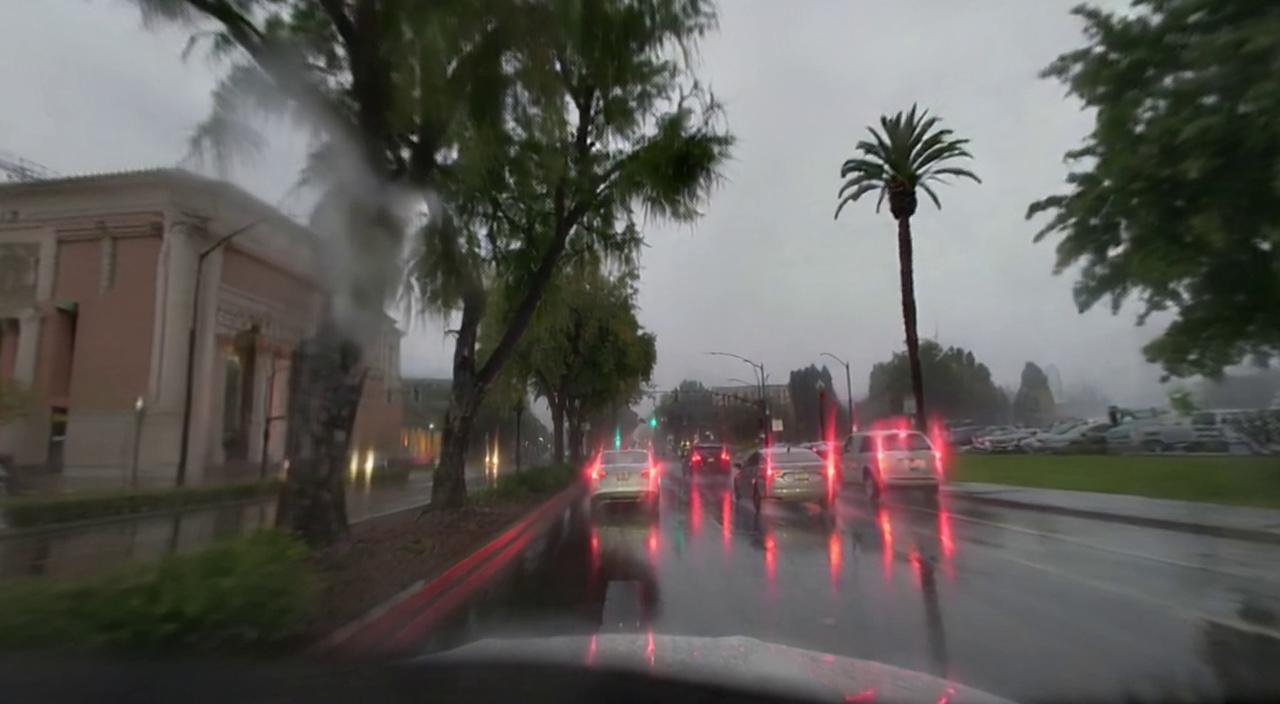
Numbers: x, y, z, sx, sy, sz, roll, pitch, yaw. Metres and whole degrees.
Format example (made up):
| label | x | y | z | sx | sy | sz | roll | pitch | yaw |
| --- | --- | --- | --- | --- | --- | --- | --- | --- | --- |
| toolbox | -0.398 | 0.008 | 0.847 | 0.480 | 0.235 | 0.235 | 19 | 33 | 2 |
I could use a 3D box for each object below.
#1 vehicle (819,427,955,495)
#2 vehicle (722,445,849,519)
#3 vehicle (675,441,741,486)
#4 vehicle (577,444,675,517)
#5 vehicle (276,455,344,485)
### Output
| label | x | y | z | sx | sy | sz | roll | pitch | yaw |
| --- | --- | --- | --- | --- | --- | --- | --- | --- | --- |
| vehicle | 7.916 | 3.525 | 20.966 | 2.200 | 1.933 | 5.123 | 0 | -8 | -3 |
| vehicle | 3.201 | 2.926 | 14.829 | 1.833 | 1.465 | 4.258 | 0 | -8 | -2 |
| vehicle | 3.094 | 5.295 | 30.704 | 2.127 | 1.854 | 7.971 | 0 | -8 | -1 |
| vehicle | -0.322 | 2.995 | 15.238 | 2.050 | 1.521 | 3.747 | 0 | -8 | -1 |
| vehicle | -21.566 | 7.696 | 41.484 | 1.955 | 1.770 | 4.700 | 0 | -8 | -1 |
